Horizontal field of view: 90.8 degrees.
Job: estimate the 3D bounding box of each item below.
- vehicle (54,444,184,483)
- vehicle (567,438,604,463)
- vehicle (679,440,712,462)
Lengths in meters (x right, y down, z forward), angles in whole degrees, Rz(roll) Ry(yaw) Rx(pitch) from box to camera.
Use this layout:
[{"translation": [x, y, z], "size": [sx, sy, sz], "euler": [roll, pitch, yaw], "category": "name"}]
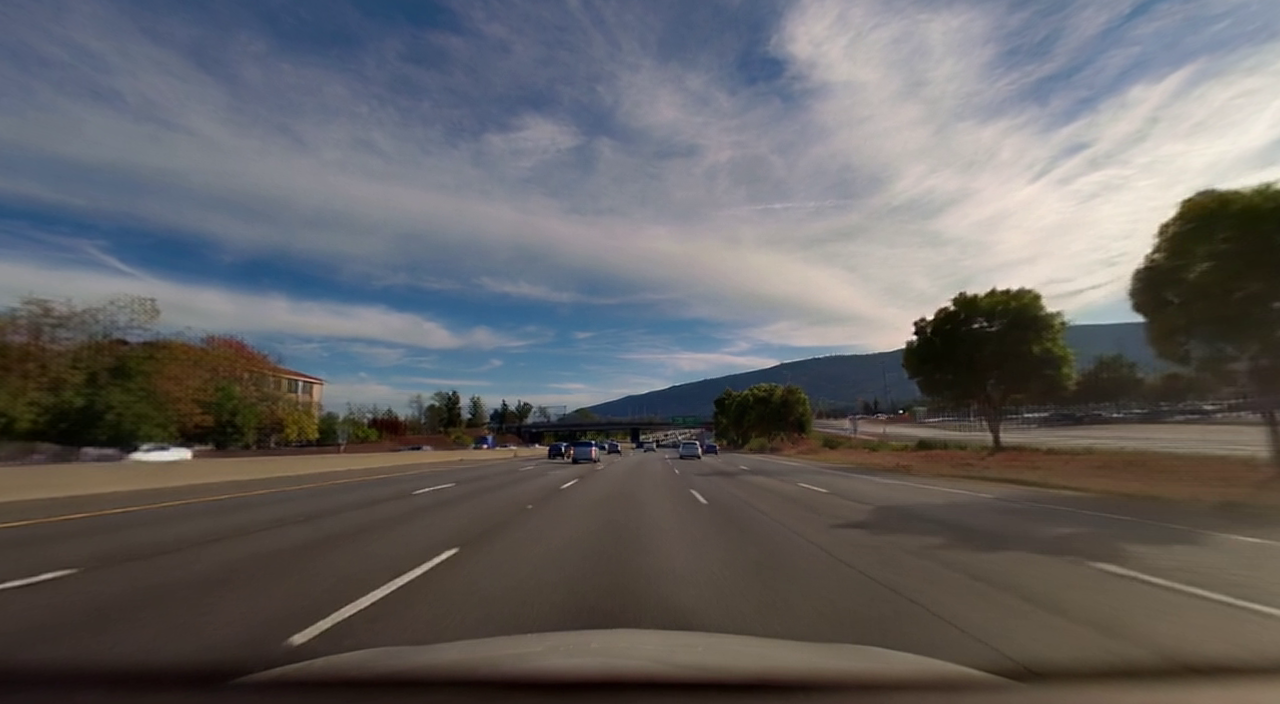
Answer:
[{"translation": [-23.411, 4.999, 28.652], "size": [1.866, 1.595, 4.616], "euler": [0, -8, 1], "category": "vehicle"}, {"translation": [-3.856, 7.062, 45.351], "size": [2.179, 1.693, 4.204], "euler": [0, -8, 2], "category": "vehicle"}, {"translation": [3.919, 7.125, 45.497], "size": [1.967, 1.475, 4.080], "euler": [0, -8, 0], "category": "vehicle"}]
